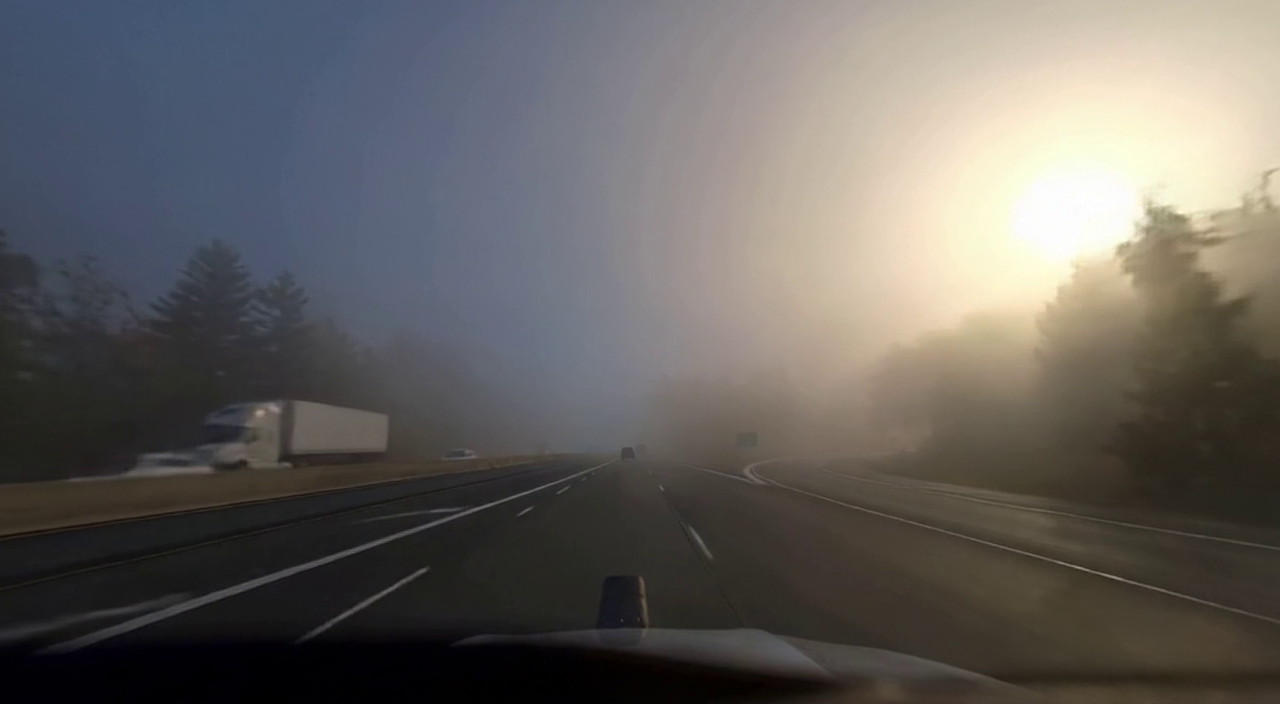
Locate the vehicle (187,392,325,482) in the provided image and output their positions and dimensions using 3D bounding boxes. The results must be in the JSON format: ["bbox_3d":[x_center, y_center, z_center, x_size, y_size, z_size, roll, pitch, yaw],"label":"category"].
[{"bbox_3d":[-19.440,4.422,32.528,3.220,4.182,5.975,0,-9,-1],"label":"vehicle"}]

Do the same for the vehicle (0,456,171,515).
[{"bbox_3d":[-15.594,3.661,17.746,1.858,1.421,3.742,0,-9,0],"label":"vehicle"}]
